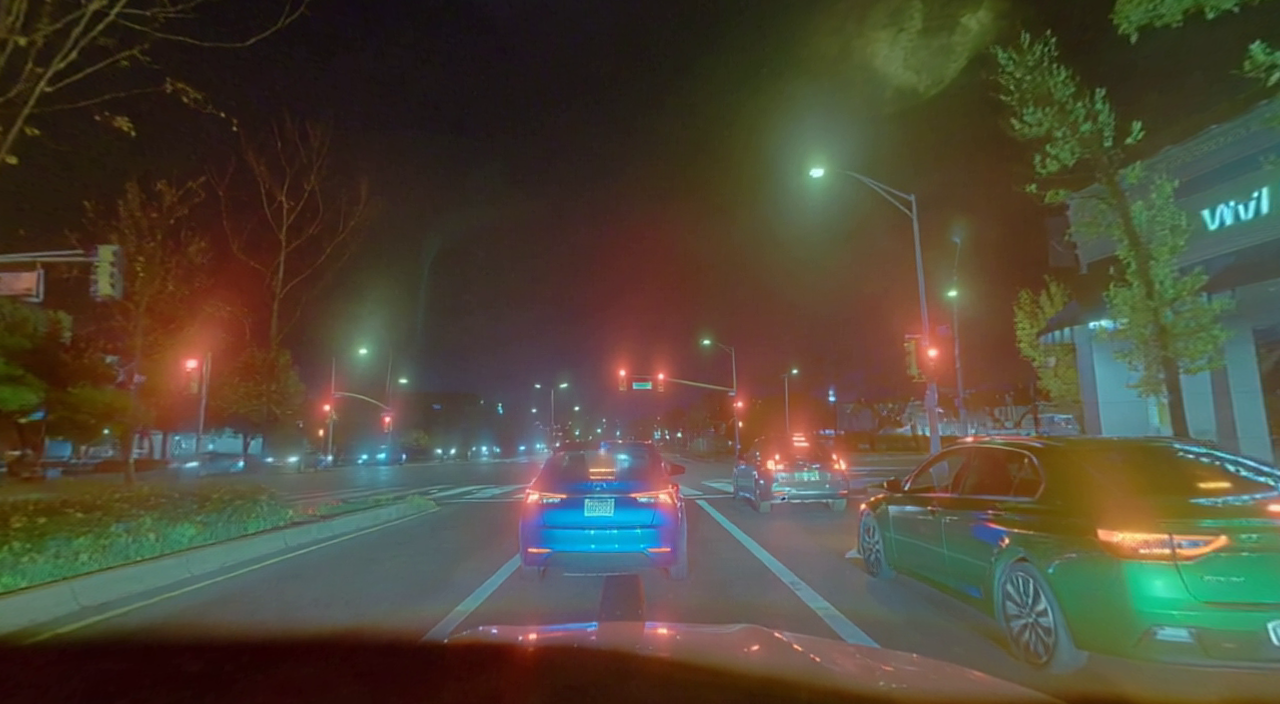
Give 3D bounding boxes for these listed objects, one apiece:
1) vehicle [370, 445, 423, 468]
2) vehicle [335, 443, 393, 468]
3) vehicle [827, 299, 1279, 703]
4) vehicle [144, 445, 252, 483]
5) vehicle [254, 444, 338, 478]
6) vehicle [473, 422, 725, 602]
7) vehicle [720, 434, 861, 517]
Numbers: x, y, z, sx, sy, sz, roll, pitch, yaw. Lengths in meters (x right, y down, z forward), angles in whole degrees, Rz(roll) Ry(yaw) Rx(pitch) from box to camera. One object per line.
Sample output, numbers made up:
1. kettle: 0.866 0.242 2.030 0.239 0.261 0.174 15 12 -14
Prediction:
1. vehicle: -18.105 7.767 47.190 2.130 1.550 4.618 0 -8 0
2. vehicle: -21.242 7.981 48.875 2.233 1.782 4.862 0 -8 0
3. vehicle: 3.578 1.109 5.055 2.572 1.945 5.065 0 -8 0
4. vehicle: -21.681 5.492 31.268 1.935 1.701 4.590 0 -8 0
5. vehicle: -17.945 5.682 33.190 1.976 1.667 4.274 0 -8 0
6. vehicle: -0.369 1.653 7.386 2.143 1.520 3.848 0 -8 -1
7. vehicle: 3.153 2.676 14.308 2.026 1.549 4.559 0 -8 -1
